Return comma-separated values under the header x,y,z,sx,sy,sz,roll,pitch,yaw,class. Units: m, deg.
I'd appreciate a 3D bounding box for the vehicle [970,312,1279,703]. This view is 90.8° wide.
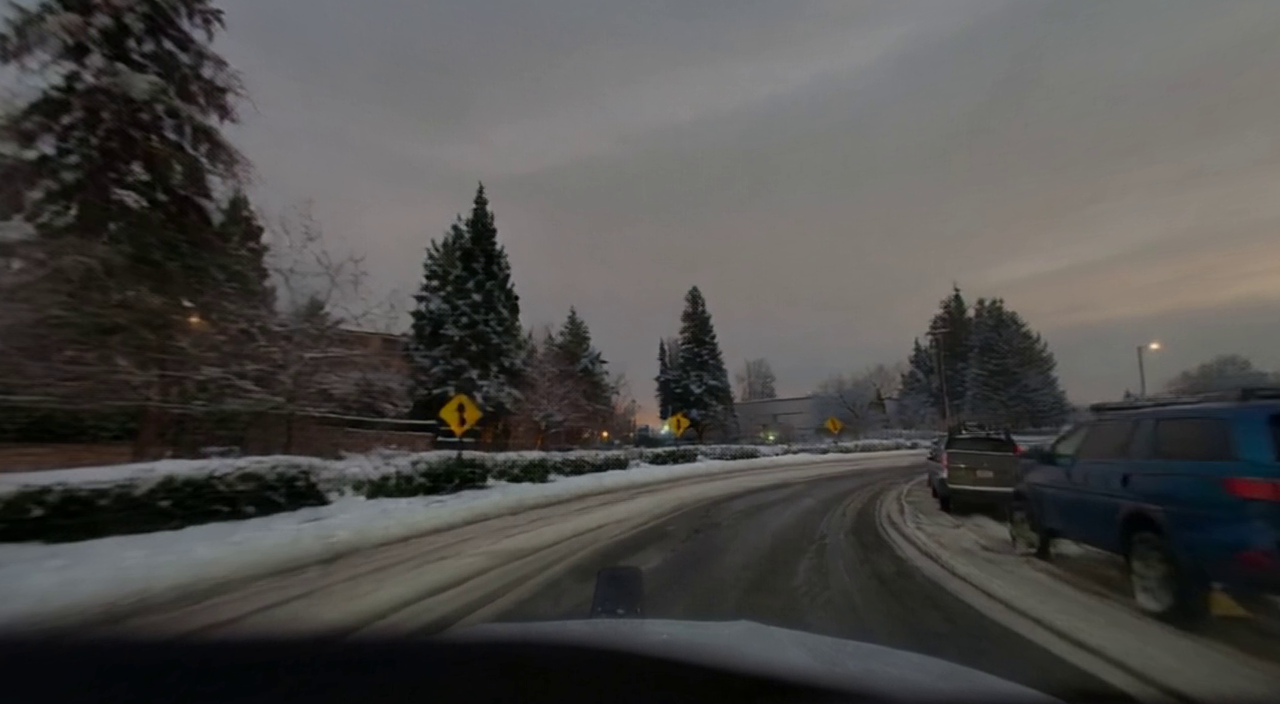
x,y,z,sx,sy,sz,roll,pitch,yaw,class
4.466,1.035,4.948,2.081,1.866,4.648,-2,-9,12,vehicle
